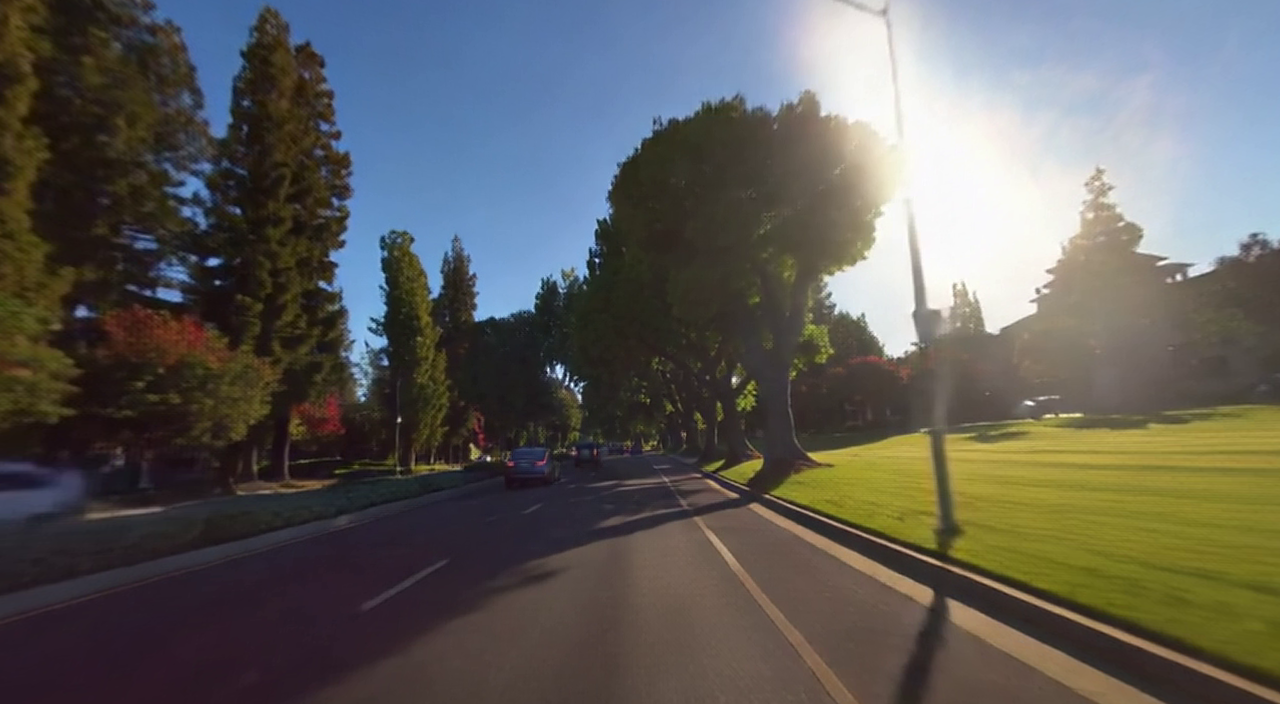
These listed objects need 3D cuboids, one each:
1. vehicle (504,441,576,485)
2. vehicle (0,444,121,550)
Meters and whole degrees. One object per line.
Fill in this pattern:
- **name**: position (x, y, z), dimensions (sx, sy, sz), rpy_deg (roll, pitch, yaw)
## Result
- **vehicle**: position (-3.586, 4.048, 23.399), dimensions (1.932, 1.431, 4.144), rpy_deg (-1, -8, 1)
- **vehicle**: position (-11.670, 2.357, 10.091), dimensions (2.109, 1.729, 5.492), rpy_deg (0, -8, 0)
